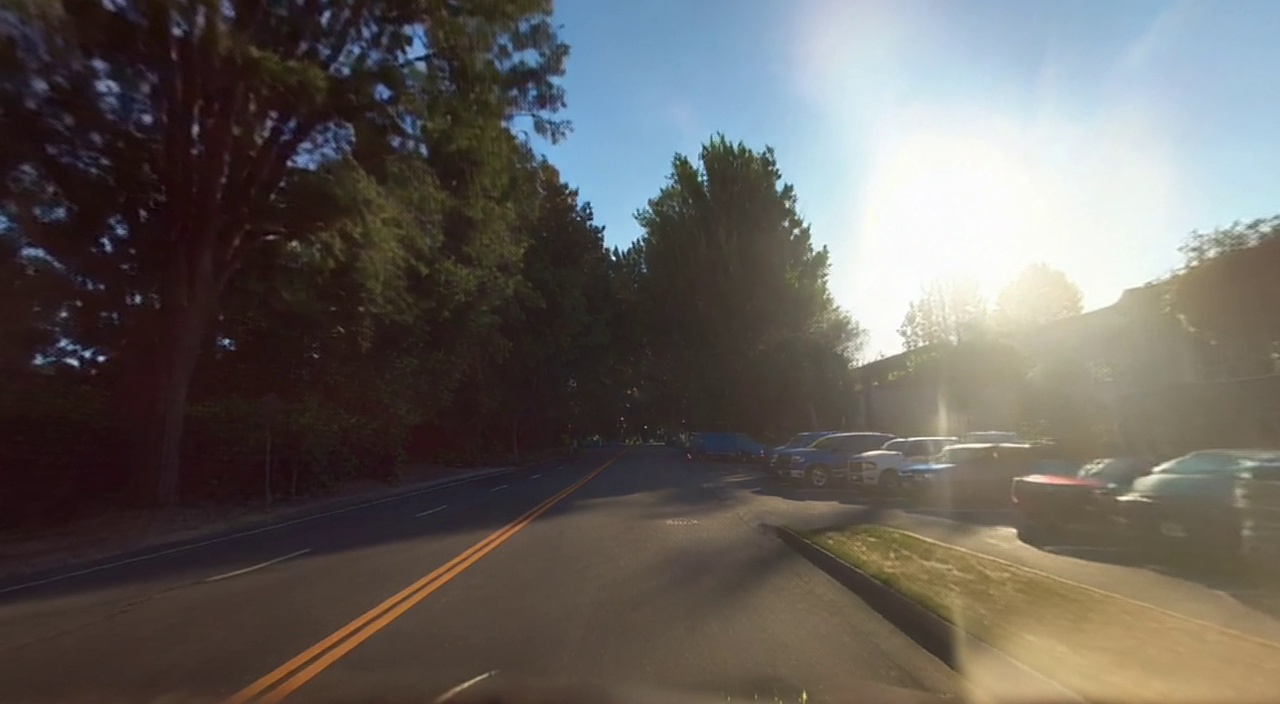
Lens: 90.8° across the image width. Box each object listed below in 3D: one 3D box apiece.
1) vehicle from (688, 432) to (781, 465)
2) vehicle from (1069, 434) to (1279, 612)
[{"bbox_3d":[6.252,6.484,42.567,5.797,2.070,2.502,0,-8,-1],"label":"vehicle"},{"bbox_3d":[7.318,1.654,6.720,3.989,1.522,2.104,0,-8,-3],"label":"vehicle"}]
